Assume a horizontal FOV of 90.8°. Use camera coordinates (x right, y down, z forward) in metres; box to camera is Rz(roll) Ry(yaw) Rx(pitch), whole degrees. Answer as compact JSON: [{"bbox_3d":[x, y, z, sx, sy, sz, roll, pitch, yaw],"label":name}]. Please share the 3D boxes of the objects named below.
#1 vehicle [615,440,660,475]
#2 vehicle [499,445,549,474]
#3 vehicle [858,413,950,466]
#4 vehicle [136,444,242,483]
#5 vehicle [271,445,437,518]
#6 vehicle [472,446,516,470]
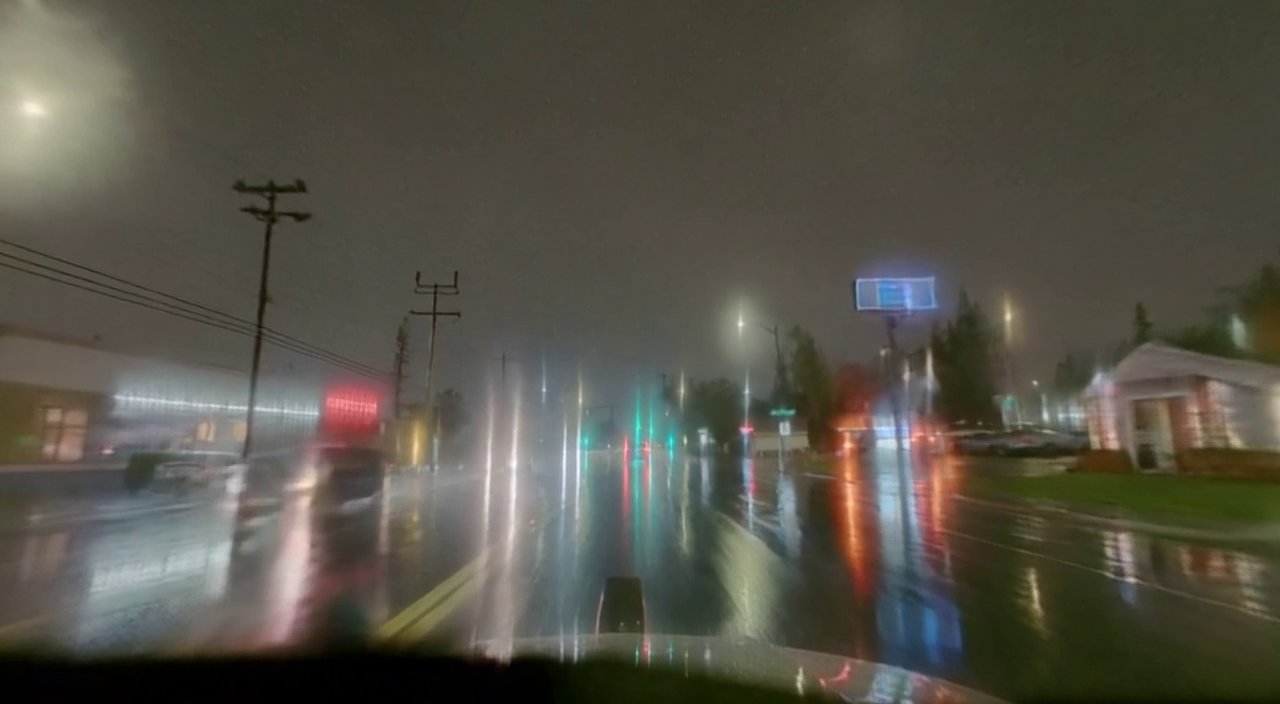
[{"bbox_3d":[-0.118,5.201,31.394,2.067,1.547,4.513,0,-8,0],"label":"vehicle"},{"bbox_3d":[-6.298,5.873,34.769,1.923,1.472,4.342,0,-8,0],"label":"vehicle"},{"bbox_3d":[13.937,4.707,33.903,2.449,2.564,5.877,0,-8,1],"label":"vehicle"},{"bbox_3d":[-20.881,5.140,29.517,1.911,1.663,4.115,0,-8,0],"label":"vehicle"},{"bbox_3d":[-6.520,2.950,15.014,1.930,1.450,4.234,0,-8,0],"label":"vehicle"},{"bbox_3d":[-9.972,7.215,43.396,2.073,1.533,4.020,0,-8,0],"label":"vehicle"}]
